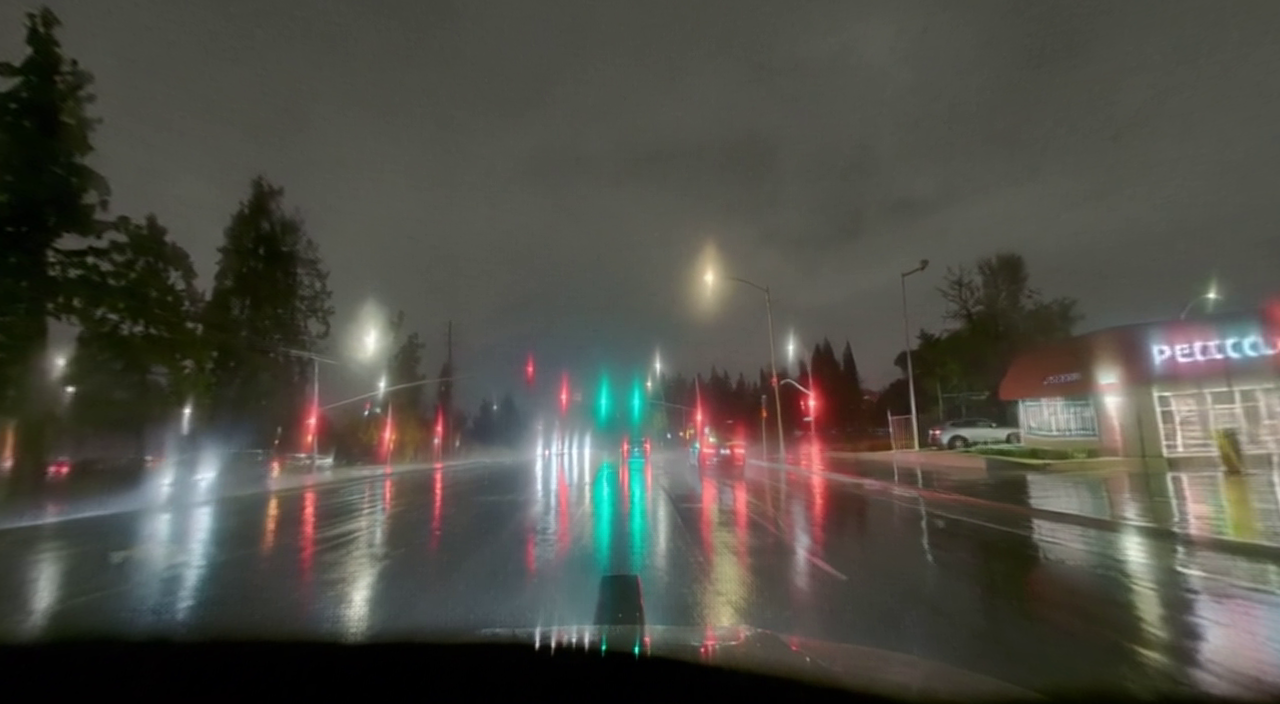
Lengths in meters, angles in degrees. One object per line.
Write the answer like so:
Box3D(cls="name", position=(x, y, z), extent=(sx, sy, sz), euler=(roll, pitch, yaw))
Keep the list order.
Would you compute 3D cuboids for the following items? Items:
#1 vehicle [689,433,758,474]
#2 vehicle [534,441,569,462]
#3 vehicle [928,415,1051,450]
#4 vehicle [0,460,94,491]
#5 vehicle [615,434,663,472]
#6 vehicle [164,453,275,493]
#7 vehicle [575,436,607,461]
Box3D(cls="vehicle", position=(3.561, 4.448, 27.881), extent=(2.198, 1.660, 4.512), euler=(0, -9, -3))
Box3D(cls="vehicle", position=(-6.630, 7.489, 47.633), extent=(1.954, 1.473, 4.350), euler=(0, -8, 1))
Box3D(cls="vehicle", position=(15.645, 3.653, 28.465), extent=(4.344, 1.512, 1.936), euler=(-1, -9, 6))
Box3D(cls="vehicle", position=(-34.287, 6.993, 35.902), extent=(4.508, 1.542, 1.883), euler=(5, -10, -30))
Box3D(cls="vehicle", position=(-0.127, 4.839, 30.528), extent=(2.146, 1.685, 4.003), euler=(0, -9, -2))
Box3D(cls="vehicle", position=(-18.034, 5.170, 27.393), extent=(1.832, 1.515, 4.369), euler=(0, -9, -1))
Box3D(cls="vehicle", position=(-3.579, 7.166, 46.940), extent=(2.106, 1.778, 4.444), euler=(0, -9, 0))
